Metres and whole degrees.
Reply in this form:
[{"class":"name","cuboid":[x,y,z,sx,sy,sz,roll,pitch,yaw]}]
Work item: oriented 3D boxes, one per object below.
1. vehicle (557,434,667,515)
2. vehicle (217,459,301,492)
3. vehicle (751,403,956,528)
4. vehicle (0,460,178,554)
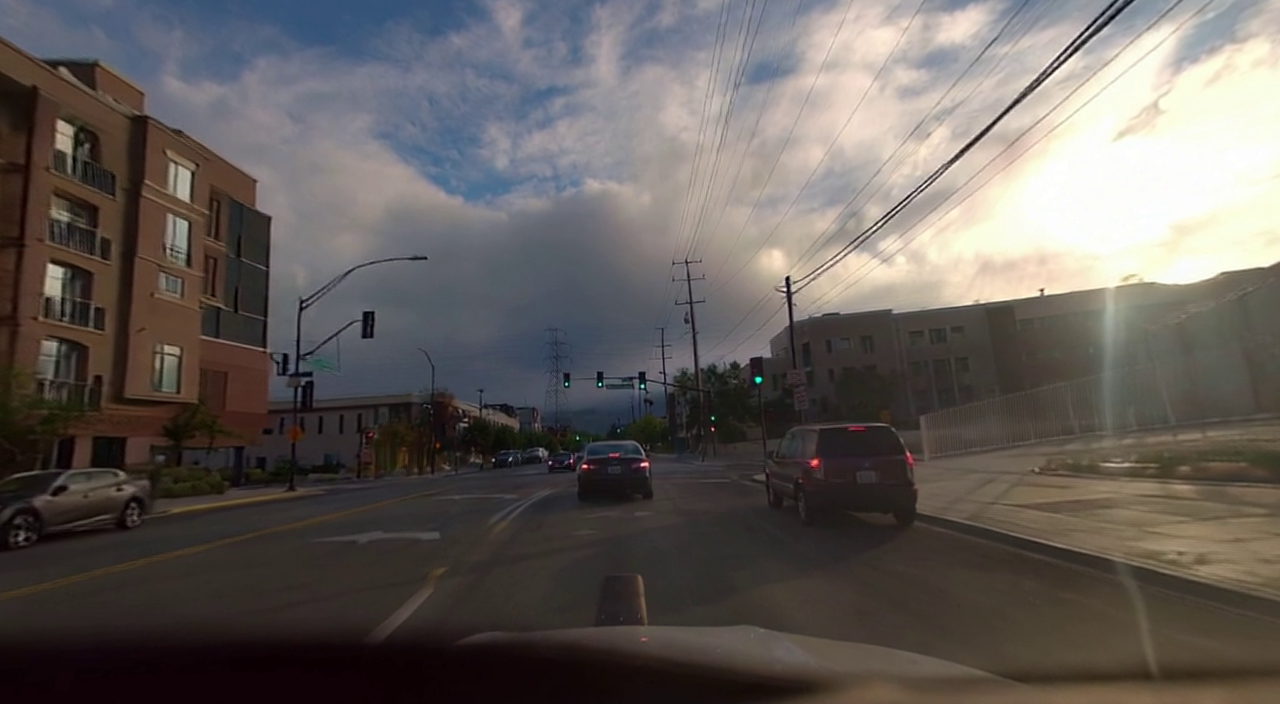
[{"class":"vehicle","cuboid":[-0.518,2.557,13.691,2.019,1.453,4.129,0,-8,0]},{"class":"vehicle","cuboid":[-25.301,8.228,42.015,4.337,1.739,1.981,-5,-11,0]},{"class":"vehicle","cuboid":[3.817,2.161,12.544,2.248,1.945,5.011,0,-8,-1]},{"class":"vehicle","cuboid":[-11.915,3.019,12.561,1.910,1.498,4.662,-3,-8,1]}]
